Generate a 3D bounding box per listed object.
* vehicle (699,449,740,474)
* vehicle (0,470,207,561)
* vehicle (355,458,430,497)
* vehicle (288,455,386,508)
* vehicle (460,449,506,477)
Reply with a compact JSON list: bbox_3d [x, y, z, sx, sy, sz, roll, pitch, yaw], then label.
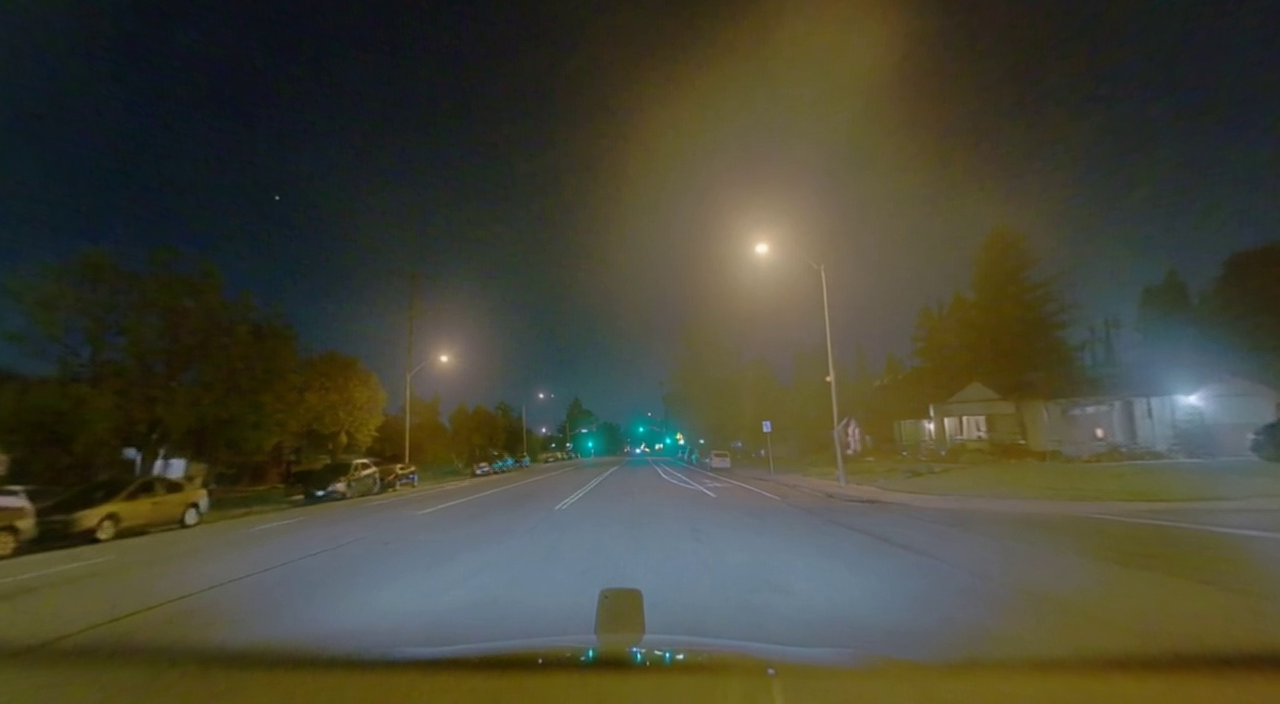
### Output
[{"bbox_3d":[5.041,6.973,40.566,1.923,1.454,4.460,0,-9,-2],"label":"vehicle"},{"bbox_3d":[-12.382,3.620,14.478,1.795,1.472,4.601,-6,-9,-2],"label":"vehicle"},{"bbox_3d":[-12.165,6.175,31.375,1.872,1.472,4.719,-7,-9,-1],"label":"vehicle"},{"bbox_3d":[-12.588,5.347,26.538,1.988,1.741,4.379,-6,-9,-1],"label":"vehicle"},{"bbox_3d":[-12.146,8.652,49.238,2.156,1.935,5.464,-3,-10,0],"label":"vehicle"}]
